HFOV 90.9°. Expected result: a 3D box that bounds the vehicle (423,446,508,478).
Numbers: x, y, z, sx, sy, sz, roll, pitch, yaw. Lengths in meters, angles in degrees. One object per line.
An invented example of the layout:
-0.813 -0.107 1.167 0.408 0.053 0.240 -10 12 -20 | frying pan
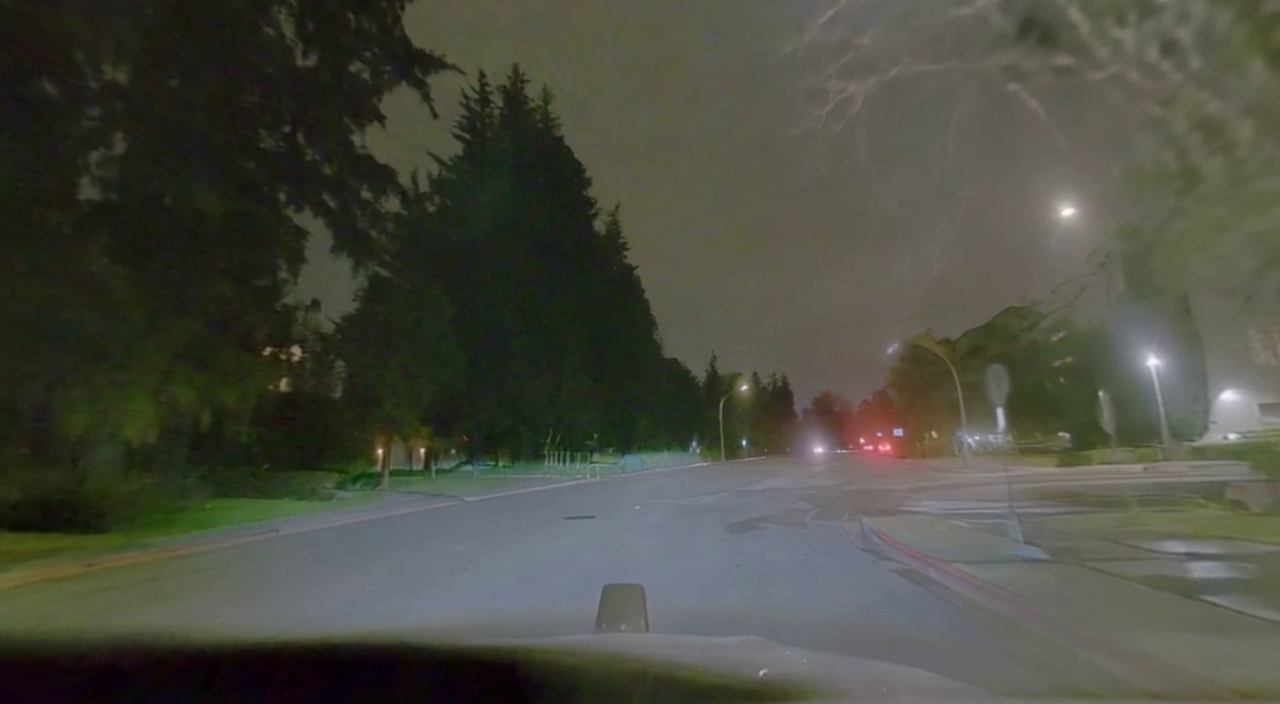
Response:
-9.405 5.964 34.287 4.252 1.681 1.854 2 -9 -10 | vehicle
